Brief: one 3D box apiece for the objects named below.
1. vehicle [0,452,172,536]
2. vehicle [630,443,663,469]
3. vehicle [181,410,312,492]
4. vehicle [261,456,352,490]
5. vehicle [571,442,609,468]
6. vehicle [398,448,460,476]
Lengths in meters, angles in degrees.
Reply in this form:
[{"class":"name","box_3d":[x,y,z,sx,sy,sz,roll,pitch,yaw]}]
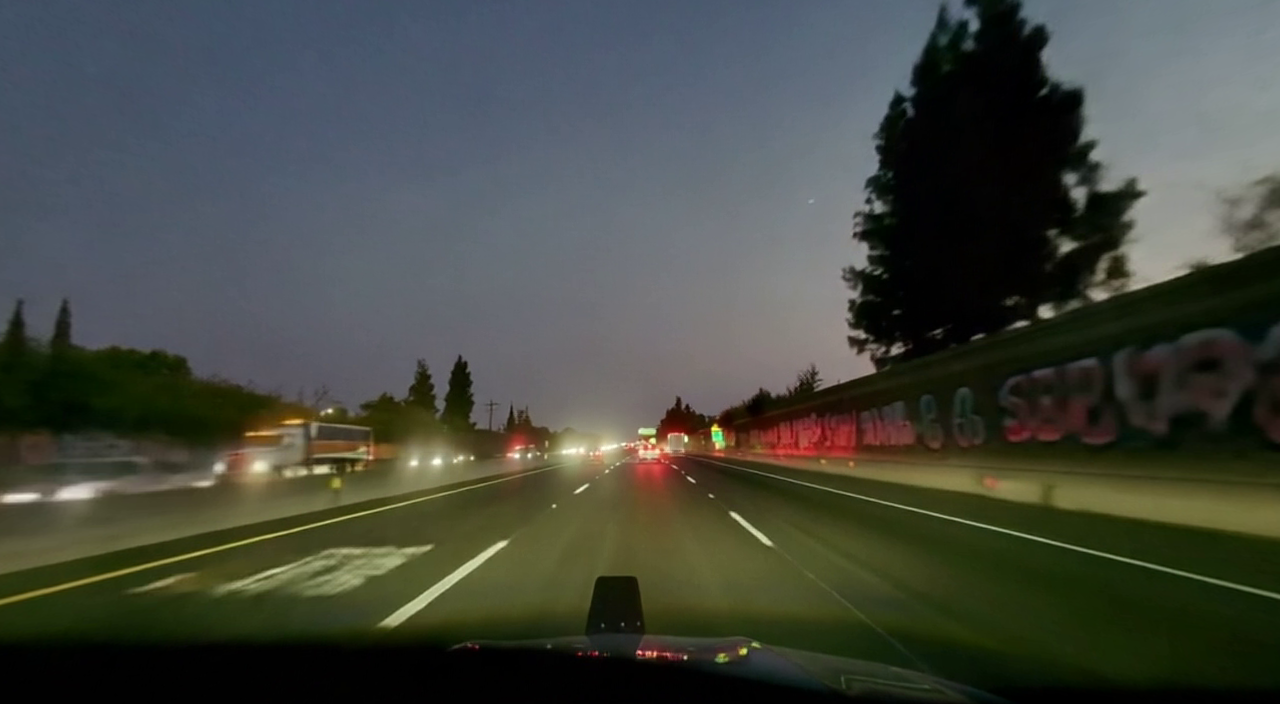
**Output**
[{"class":"vehicle","box_3d":[-12.344,2.912,13.477,1.853,1.521,3.633,0,-9,-1]},{"class":"vehicle","box_3d":[0.408,6.646,40.335,2.009,1.506,4.091,0,-9,0]},{"class":"vehicle","box_3d":[-20.565,5.238,33.432,2.925,3.884,5.866,0,-9,1]},{"class":"vehicle","box_3d":[-16.343,5.930,31.189,1.856,1.475,4.749,0,-9,1]},{"class":"vehicle","box_3d":[-3.302,6.931,42.489,2.095,1.671,4.193,0,-9,1]},{"class":"vehicle","box_3d":[-11.920,6.230,35.853,2.102,1.469,3.981,0,-9,1]}]
